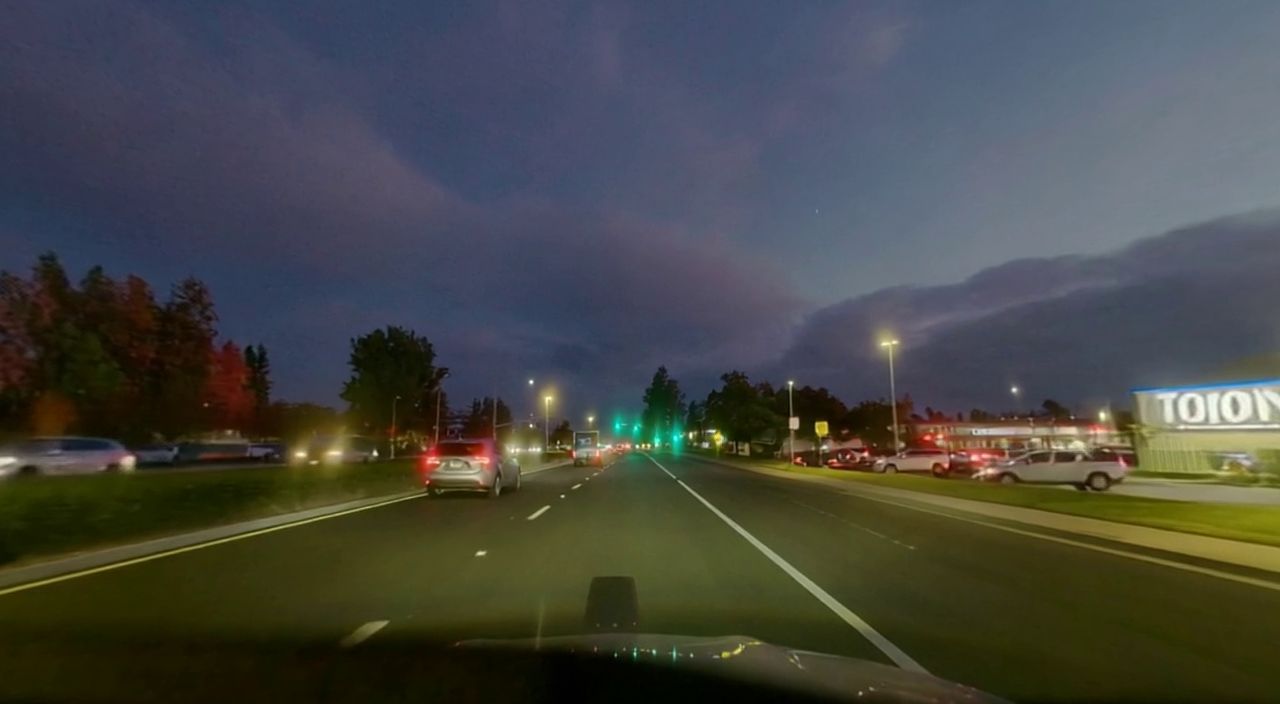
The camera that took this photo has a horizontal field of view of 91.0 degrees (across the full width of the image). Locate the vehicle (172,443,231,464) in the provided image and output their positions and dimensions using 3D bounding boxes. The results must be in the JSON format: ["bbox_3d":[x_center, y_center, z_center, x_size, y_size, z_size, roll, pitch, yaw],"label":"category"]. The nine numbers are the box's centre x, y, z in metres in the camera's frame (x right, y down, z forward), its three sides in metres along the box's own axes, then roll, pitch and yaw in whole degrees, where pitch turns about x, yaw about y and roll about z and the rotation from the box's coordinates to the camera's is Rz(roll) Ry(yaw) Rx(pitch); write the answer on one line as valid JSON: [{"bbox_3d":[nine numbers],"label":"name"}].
[{"bbox_3d":[-34.366,7.965,49.473,1.804,1.562,3.847,2,-9,0],"label":"vehicle"}]

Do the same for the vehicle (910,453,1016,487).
[{"bbox_3d":[16.808,6.130,32.894,4.413,1.659,1.913,0,-9,-1],"label":"vehicle"}]

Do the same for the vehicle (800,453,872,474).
[{"bbox_3d":[14.887,8.489,47.994,4.788,1.464,2.083,-1,-10,0],"label":"vehicle"}]

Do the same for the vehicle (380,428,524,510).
[{"bbox_3d":[-4.276,2.732,15.147,2.109,1.672,4.256,0,-9,0],"label":"vehicle"}]

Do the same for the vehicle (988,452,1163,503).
[{"bbox_3d":[16.718,4.823,24.415,5.041,1.803,2.182,-1,-9,2],"label":"vehicle"}]

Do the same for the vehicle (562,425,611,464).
[{"bbox_3d":[-3.648,6.543,44.583,2.917,2.524,6.990,0,-9,-1],"label":"vehicle"}]

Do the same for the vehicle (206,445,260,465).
[{"bbox_3d":[-32.195,8.155,49.890,1.724,1.479,3.791,0,-9,-1],"label":"vehicle"}]

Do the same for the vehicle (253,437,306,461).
[{"bbox_3d":[-28.124,7.534,49.238,1.789,1.532,3.805,7,-7,0],"label":"vehicle"}]

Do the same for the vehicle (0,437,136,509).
[{"bbox_3d":[-16.306,3.146,16.700,2.104,1.689,4.476,0,-9,0],"label":"vehicle"}]
